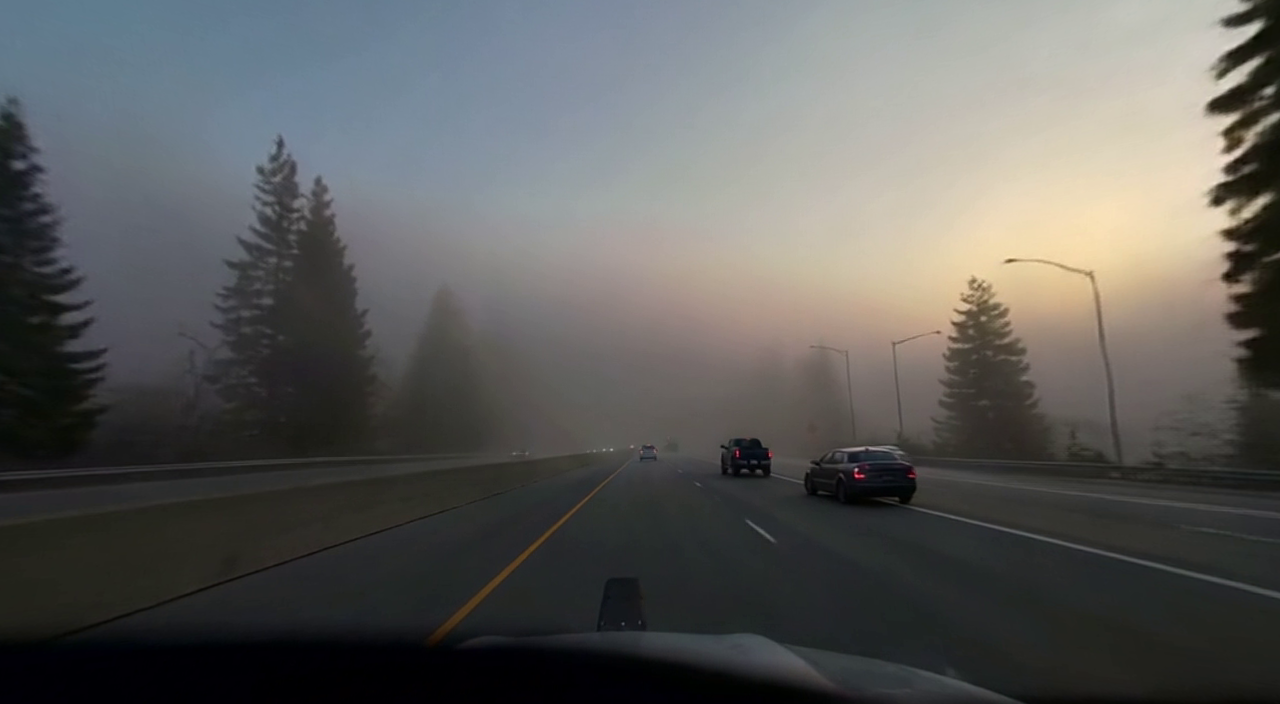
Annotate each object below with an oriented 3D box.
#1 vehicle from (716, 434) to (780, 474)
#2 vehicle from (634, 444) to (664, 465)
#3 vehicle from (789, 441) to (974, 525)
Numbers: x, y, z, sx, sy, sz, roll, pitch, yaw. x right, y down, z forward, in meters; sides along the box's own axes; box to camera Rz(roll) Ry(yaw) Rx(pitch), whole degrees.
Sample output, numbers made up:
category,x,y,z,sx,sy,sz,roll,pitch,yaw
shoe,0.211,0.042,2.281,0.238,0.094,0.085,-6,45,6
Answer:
category,x,y,z,sx,sy,sz,roll,pitch,yaw
vehicle,5.564,5.338,33.067,2.206,1.902,5.460,0,-8,-2
vehicle,0.608,7.375,45.364,2.052,1.472,4.295,0,-8,0
vehicle,4.861,2.665,13.554,1.904,1.453,4.789,0,-8,-3
